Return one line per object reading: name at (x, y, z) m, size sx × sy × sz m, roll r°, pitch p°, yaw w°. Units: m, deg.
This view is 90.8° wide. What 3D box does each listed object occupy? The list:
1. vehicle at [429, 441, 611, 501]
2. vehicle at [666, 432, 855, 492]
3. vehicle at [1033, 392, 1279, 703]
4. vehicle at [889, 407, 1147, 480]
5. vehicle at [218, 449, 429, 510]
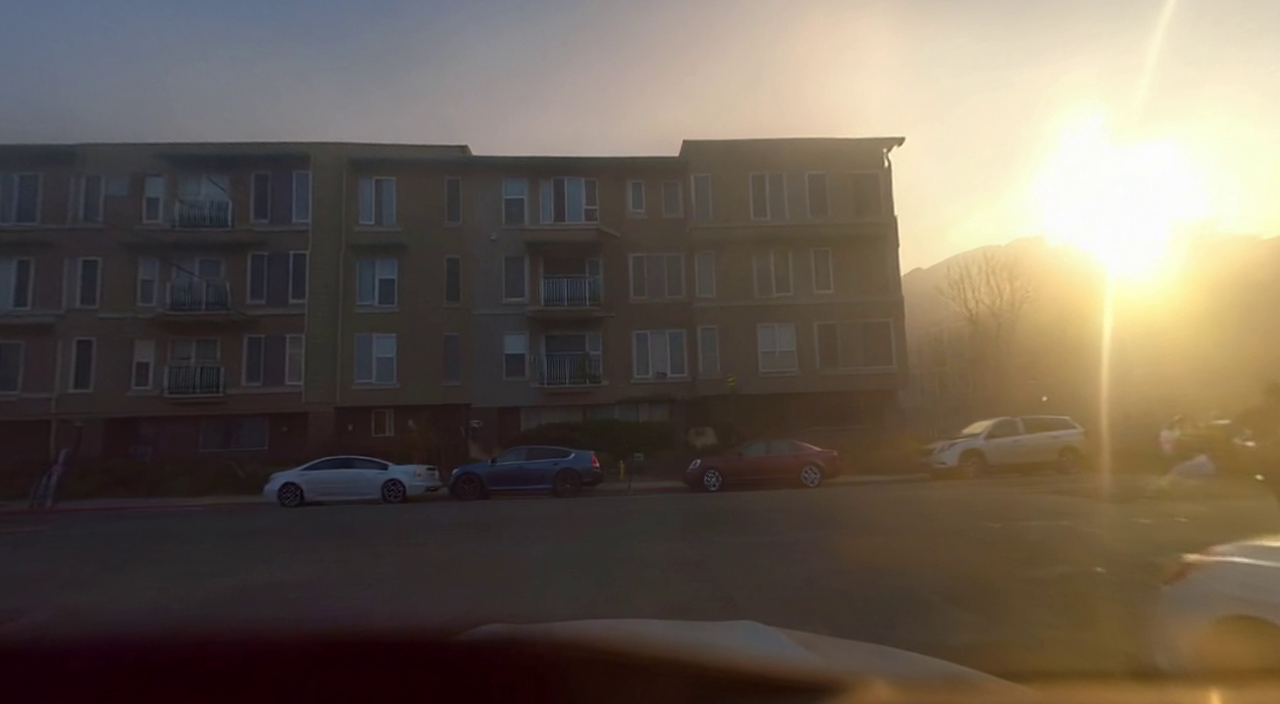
vehicle at (-3.040, 3.104, 16.750) m, size 4.489 × 1.470 × 1.776 m, roll 1°, pitch -8°, yaw -4°
vehicle at (3.134, 2.945, 17.093) m, size 4.681 × 1.480 × 1.817 m, roll 1°, pitch -8°, yaw -4°
vehicle at (3.164, 0.751, 1.229) m, size 1.991 × 1.489 × 4.693 m, roll 0°, pitch -8°, yaw 3°
vehicle at (10.331, 2.556, 17.640) m, size 5.739 × 1.852 × 2.330 m, roll 1°, pitch -8°, yaw -3°
vehicle at (-7.969, 3.234, 16.313) m, size 4.423 × 1.449 × 1.813 m, roll 1°, pitch -8°, yaw -6°
